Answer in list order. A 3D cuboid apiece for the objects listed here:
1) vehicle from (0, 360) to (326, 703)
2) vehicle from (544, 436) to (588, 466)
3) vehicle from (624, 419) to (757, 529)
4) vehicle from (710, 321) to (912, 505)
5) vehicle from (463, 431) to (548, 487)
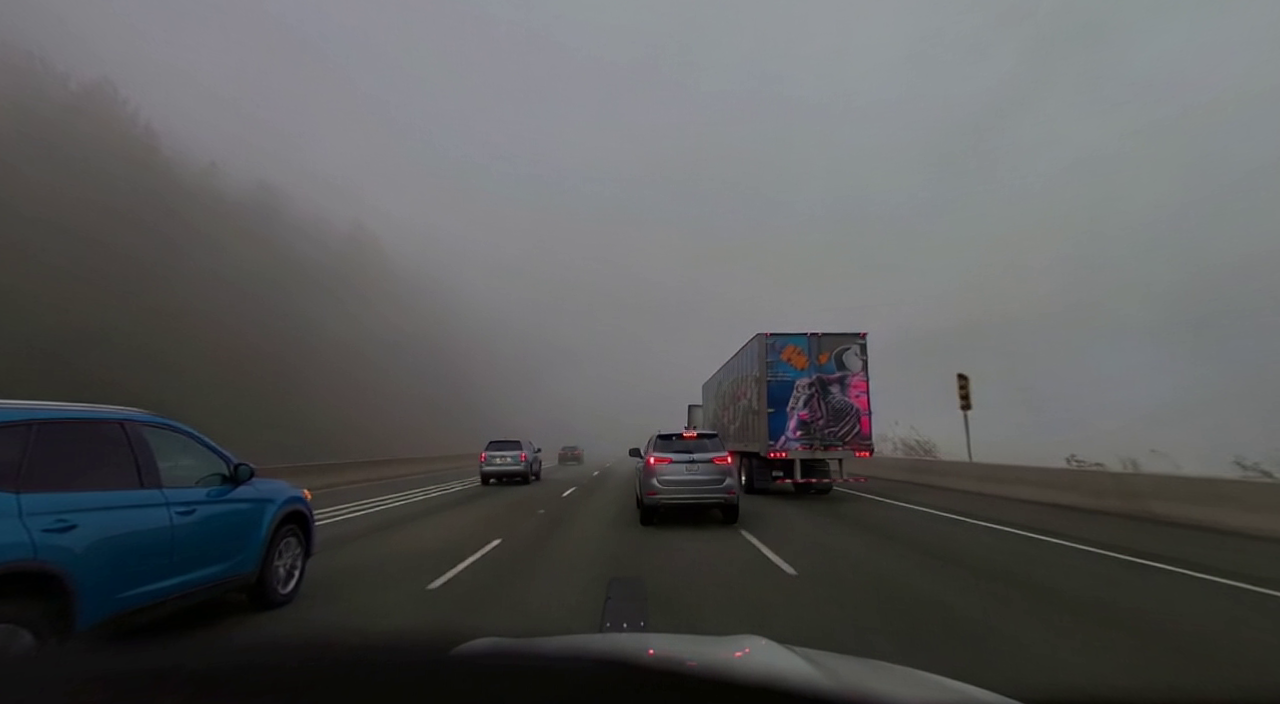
[{"bbox_3d":[-4.041,0.991,3.762,1.983,1.666,4.452,0,-8,0],"label":"vehicle"},{"bbox_3d":[-4.351,5.934,37.790,2.014,1.683,4.275,0,-8,1],"label":"vehicle"},{"bbox_3d":[0.725,2.115,11.412,2.017,1.662,3.543,0,-8,-1],"label":"vehicle"},{"bbox_3d":[4.548,2.334,21.082,2.828,4.081,14.220,0,-8,0],"label":"vehicle"},{"bbox_3d":[-4.244,3.423,20.492,1.905,1.642,3.803,0,-8,1],"label":"vehicle"}]
